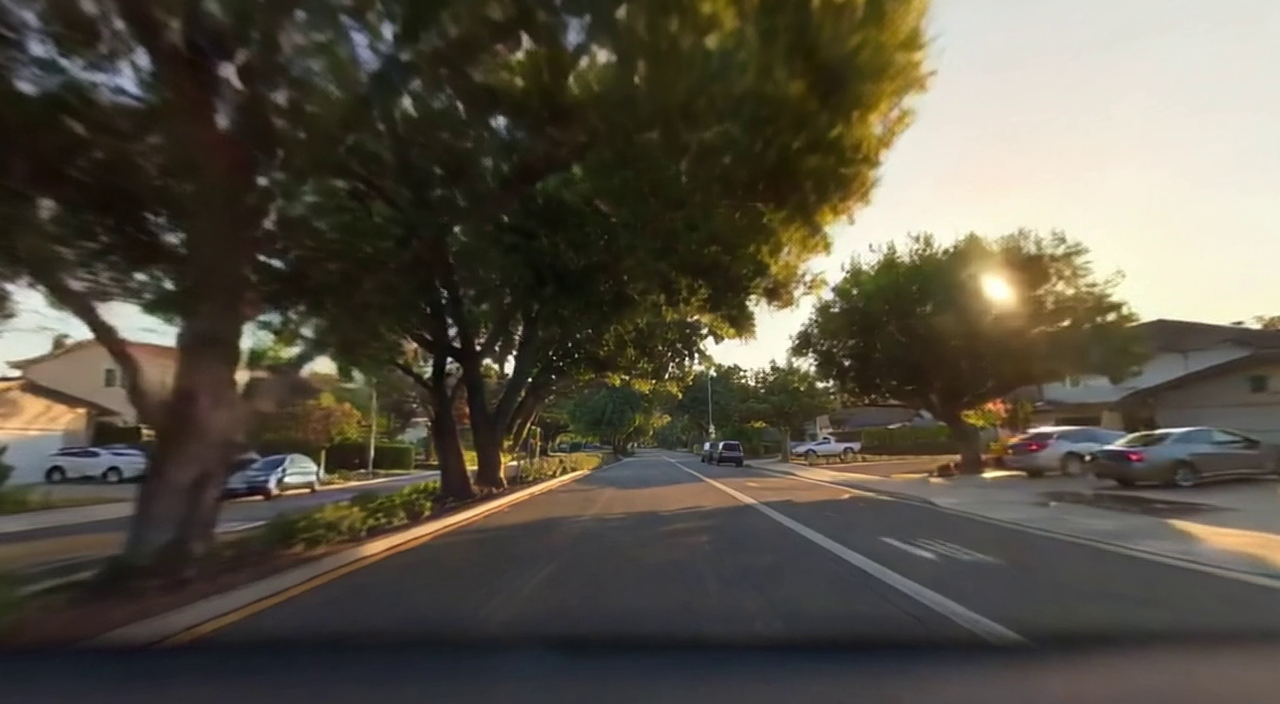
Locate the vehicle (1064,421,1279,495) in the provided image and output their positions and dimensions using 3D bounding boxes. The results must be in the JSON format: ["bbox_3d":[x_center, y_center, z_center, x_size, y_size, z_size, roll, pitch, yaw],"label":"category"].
[{"bbox_3d":[14.038,2.669,16.155,4.775,1.524,1.983,-4,-9,3],"label":"vehicle"}]

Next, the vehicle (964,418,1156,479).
[{"bbox_3d":[13.990,3.279,21.326,4.763,1.816,2.227,-2,-9,2],"label":"vehicle"}]

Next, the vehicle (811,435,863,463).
[{"bbox_3d":[13.314,6.631,43.002,1.978,1.738,4.734,-2,-9,-1],"label":"vehicle"}]

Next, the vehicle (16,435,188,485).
[{"bbox_3d":[-21.279,4.287,25.156,4.830,1.857,2.183,-1,-9,2],"label":"vehicle"}]

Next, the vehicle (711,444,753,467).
[{"bbox_3d":[6.457,7.350,44.899,2.042,1.511,5.029,0,-8,-2],"label":"vehicle"}]

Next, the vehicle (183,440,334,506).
[{"bbox_3d":[-11.438,3.666,19.384,2.020,1.691,4.308,-1,-10,-2],"label":"vehicle"}]
